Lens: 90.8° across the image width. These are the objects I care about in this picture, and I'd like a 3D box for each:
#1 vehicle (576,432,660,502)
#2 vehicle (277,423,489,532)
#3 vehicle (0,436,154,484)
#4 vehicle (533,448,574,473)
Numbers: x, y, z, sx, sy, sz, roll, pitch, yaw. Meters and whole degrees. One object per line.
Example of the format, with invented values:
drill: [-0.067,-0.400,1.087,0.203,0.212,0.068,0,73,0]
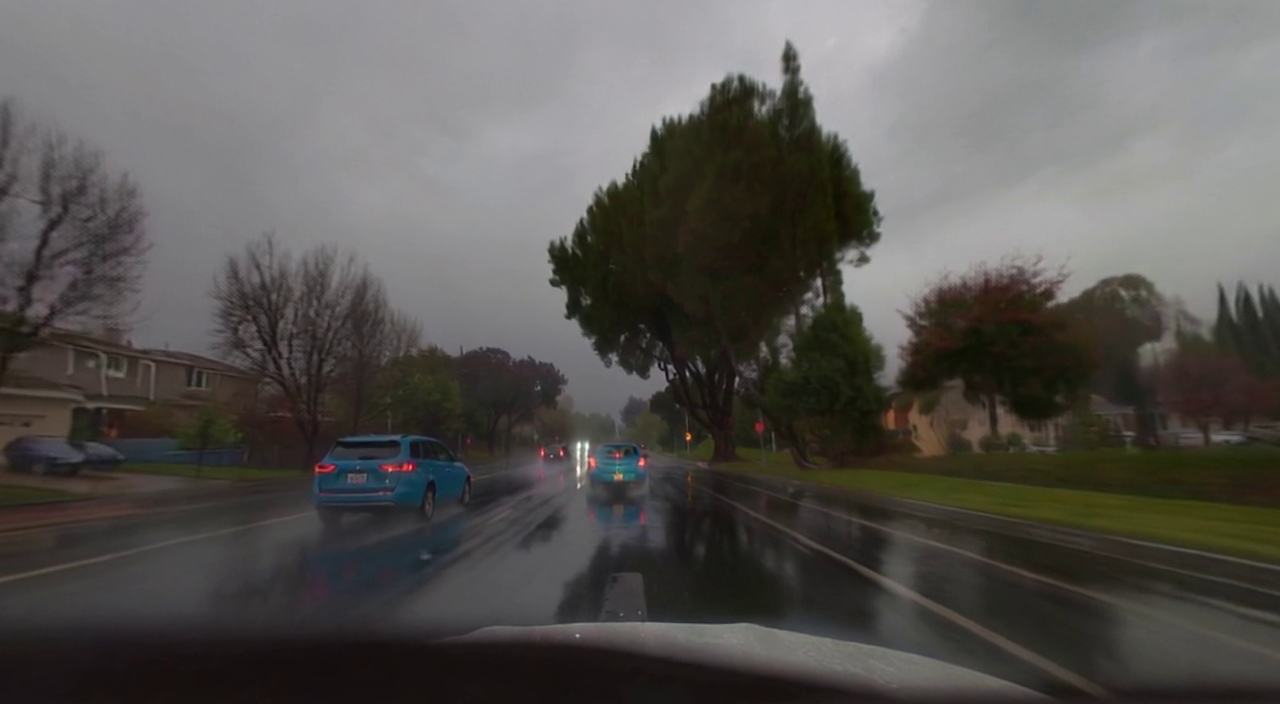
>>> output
vehicle: [-0.608,3.287,18.361,2.131,1.761,4.242,0,-9,-1]
vehicle: [-4.684,2.374,12.508,2.243,1.722,4.621,0,-9,0]
vehicle: [-25.689,4.886,28.707,5.216,2.058,2.299,0,-9,-1]
vehicle: [-5.419,6.864,40.137,2.014,1.493,4.658,0,-9,-1]
